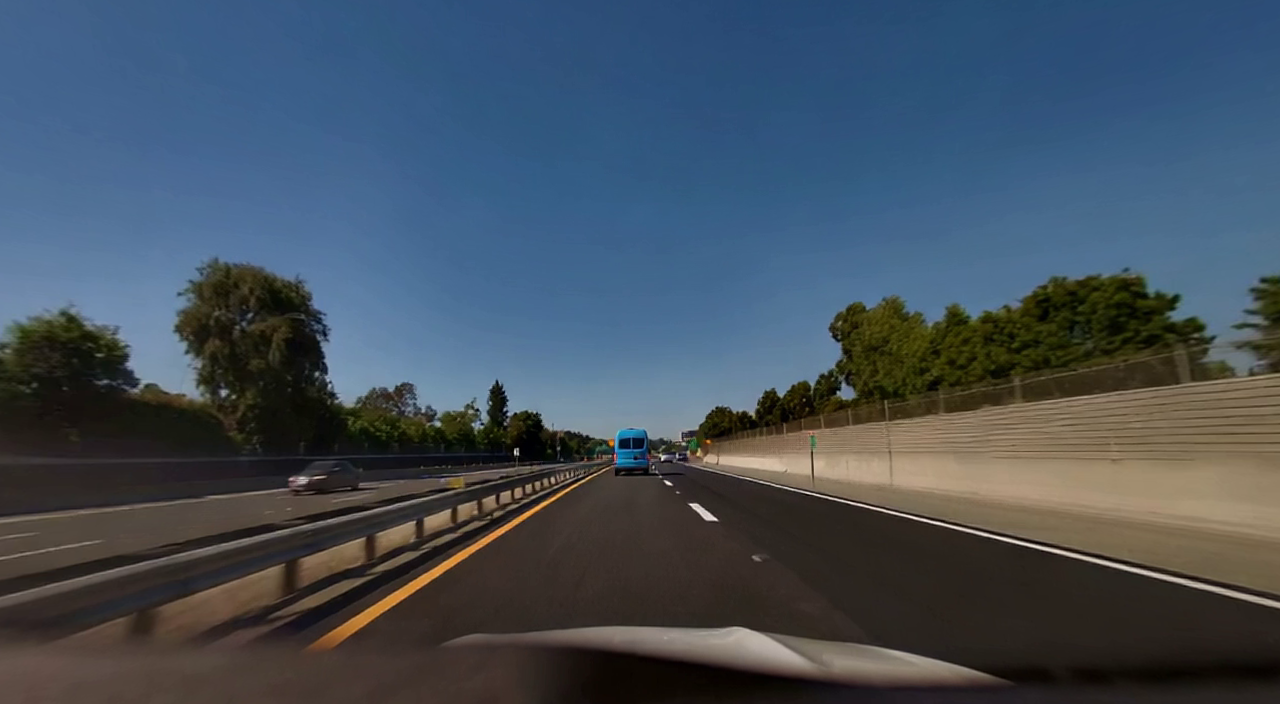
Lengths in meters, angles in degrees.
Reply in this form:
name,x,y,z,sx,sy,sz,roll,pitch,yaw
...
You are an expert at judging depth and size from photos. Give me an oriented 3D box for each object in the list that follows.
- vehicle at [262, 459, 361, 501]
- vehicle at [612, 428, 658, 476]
name,x,y,z,sx,sy,sz,roll,pitch,yaw
vehicle,-13.418,5.222,25.883,1.941,1.503,3.919,0,-9,0
vehicle,-0.300,6.012,37.768,2.560,2.598,5.581,0,-9,0
